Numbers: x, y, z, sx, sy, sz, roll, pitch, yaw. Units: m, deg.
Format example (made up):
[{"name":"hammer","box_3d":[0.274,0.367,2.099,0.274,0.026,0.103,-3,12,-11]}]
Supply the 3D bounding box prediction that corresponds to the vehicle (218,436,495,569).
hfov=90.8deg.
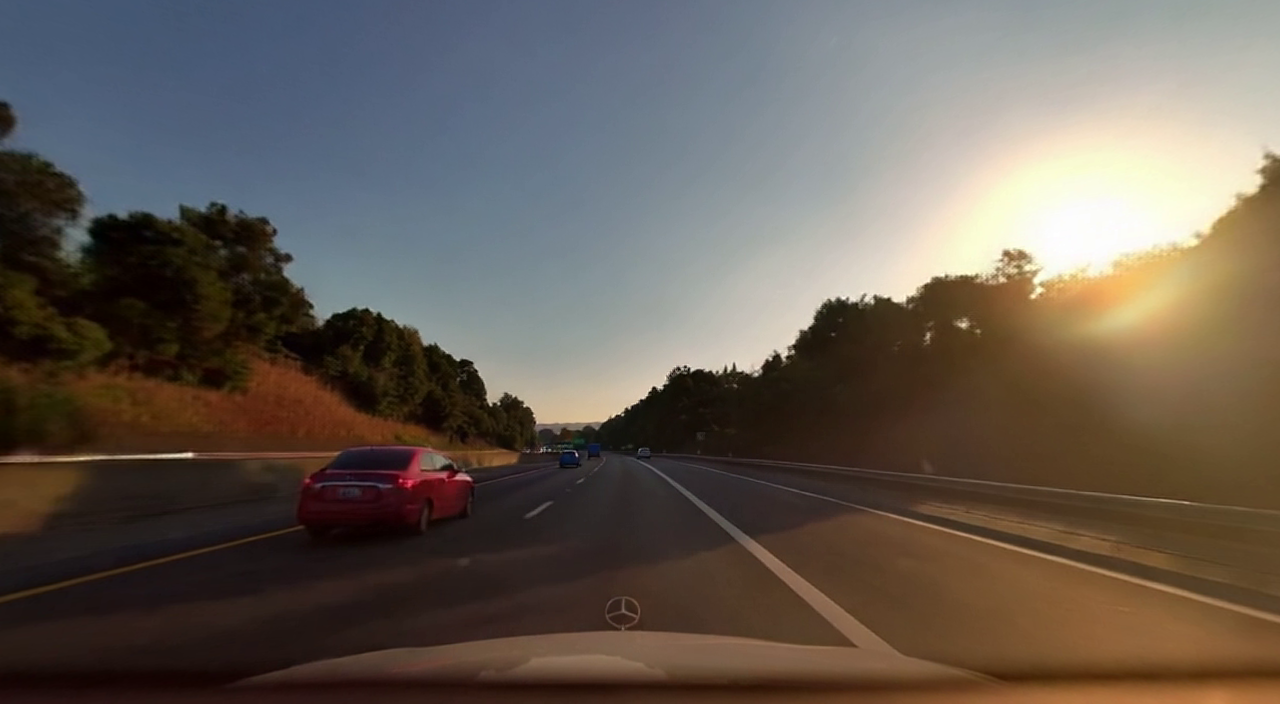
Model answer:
[{"name":"vehicle","box_3d":[-3.808,2.089,9.721,1.957,1.499,4.965,0,-9,0]}]

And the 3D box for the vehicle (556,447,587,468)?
[{"name":"vehicle","box_3d":[-5.376,8.340,49.996,2.049,1.521,4.366,0,-9,-2]}]
